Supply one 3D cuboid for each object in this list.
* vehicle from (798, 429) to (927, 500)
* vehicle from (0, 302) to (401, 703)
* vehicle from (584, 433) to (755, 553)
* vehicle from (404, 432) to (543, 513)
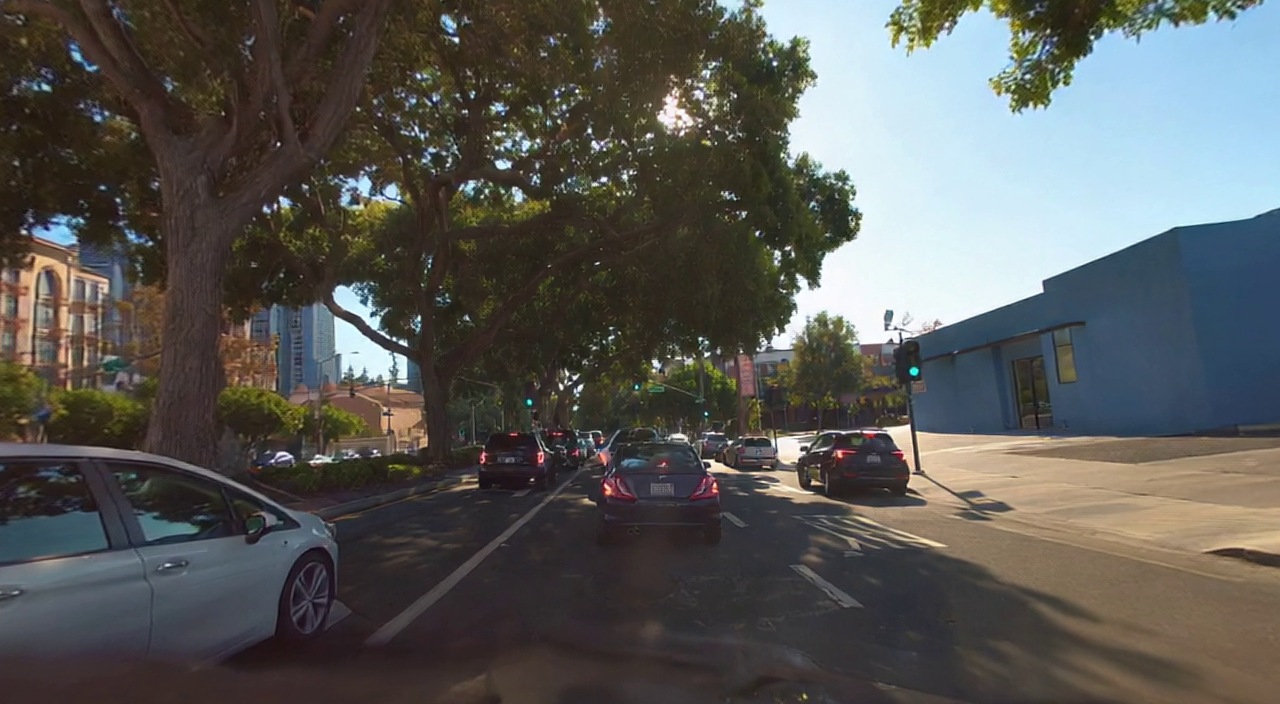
[{"bbox_3d":[6.339,3.253,18.684,2.025,1.808,4.579,0,-9,-2],"label":"vehicle"},{"bbox_3d":[-3.269,0.930,3.394,2.152,1.802,4.628,0,-9,0],"label":"vehicle"},{"bbox_3d":[0.273,2.017,9.722,2.095,1.438,3.843,0,-9,-3],"label":"vehicle"},{"bbox_3d":[-3.511,2.627,14.297,1.901,1.522,4.556,0,-9,0],"label":"vehicle"}]
